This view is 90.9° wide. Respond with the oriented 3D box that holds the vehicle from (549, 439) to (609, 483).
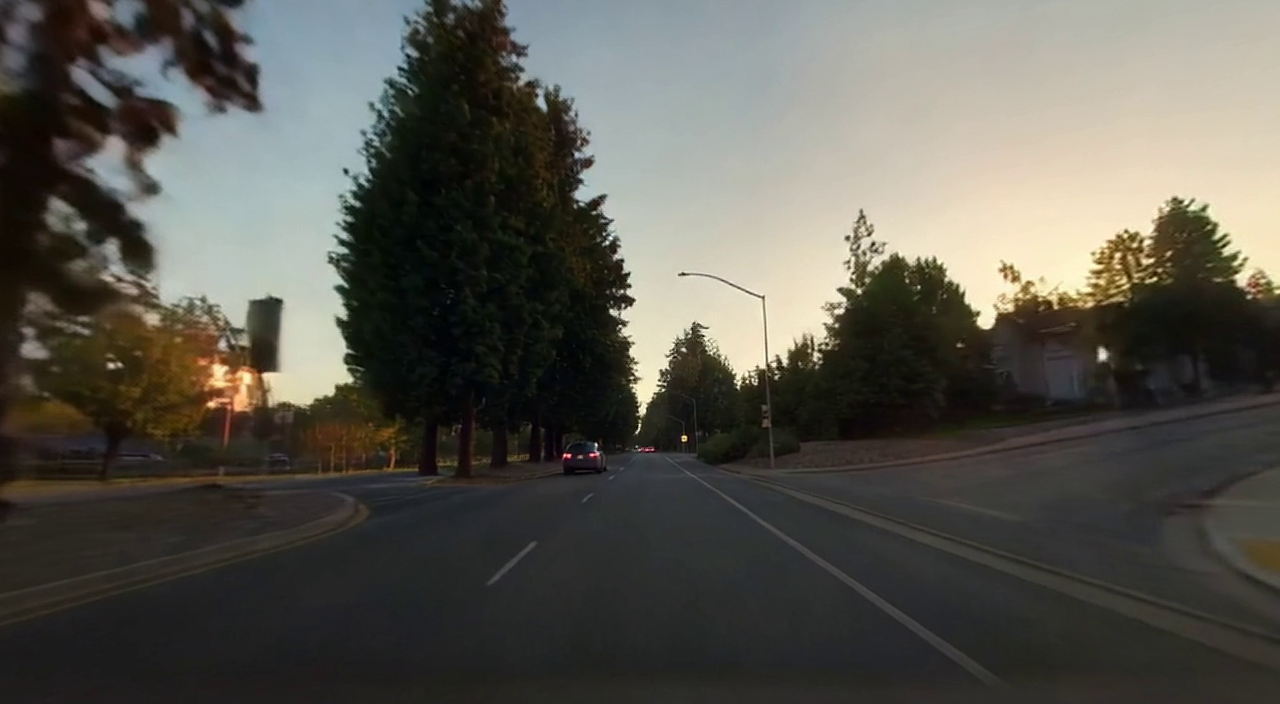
[{"bbox_3d":[-2.498,4.607,26.859,2.016,1.694,4.335,0,-8,1],"label":"vehicle"}]
